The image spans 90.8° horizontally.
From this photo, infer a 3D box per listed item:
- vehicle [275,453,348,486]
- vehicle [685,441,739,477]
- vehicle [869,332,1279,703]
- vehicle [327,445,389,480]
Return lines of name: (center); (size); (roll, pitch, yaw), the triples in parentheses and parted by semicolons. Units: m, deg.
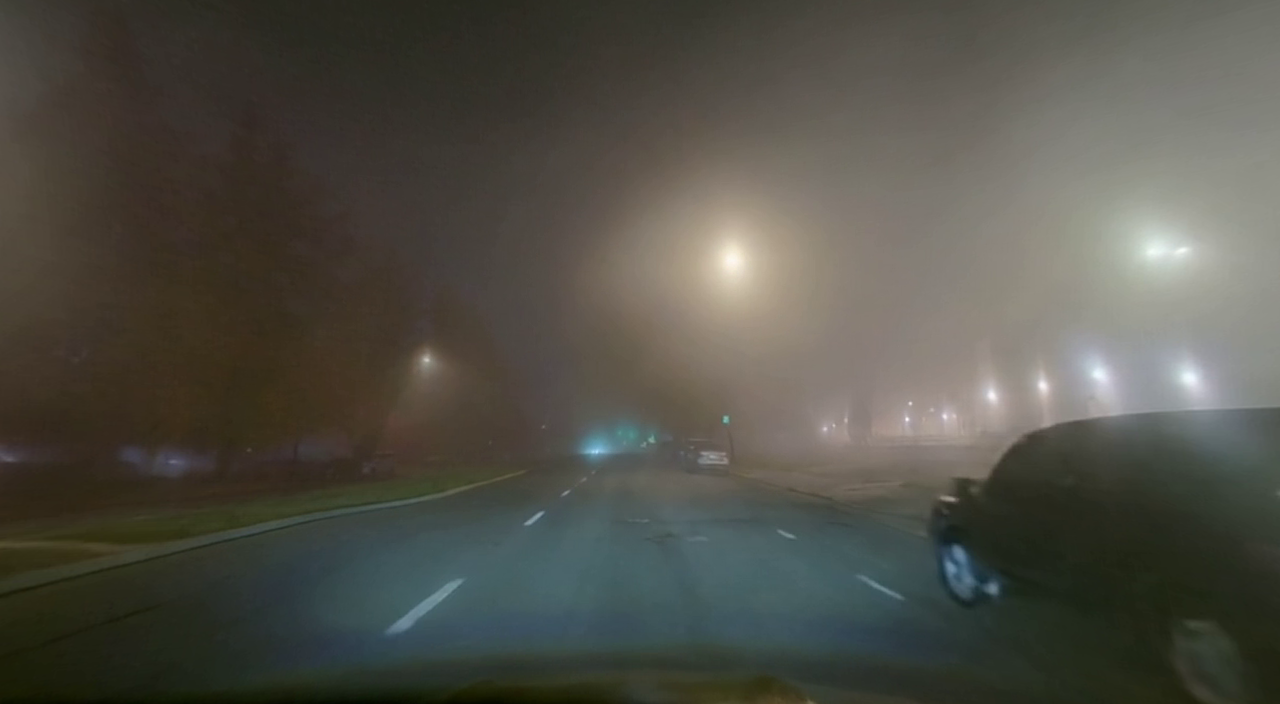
vehicle: (-18.511, 6.598, 35.819); (1.791, 1.461, 4.496); (-7, -8, -2)
vehicle: (3.148, 4.778, 28.566); (1.924, 1.492, 4.587); (0, -8, 0)
vehicle: (3.549, 1.092, 4.491); (2.097, 1.723, 4.586); (0, -8, 0)
vehicle: (-18.468, 7.231, 41.616); (2.007, 1.806, 4.707); (-7, -7, -2)
